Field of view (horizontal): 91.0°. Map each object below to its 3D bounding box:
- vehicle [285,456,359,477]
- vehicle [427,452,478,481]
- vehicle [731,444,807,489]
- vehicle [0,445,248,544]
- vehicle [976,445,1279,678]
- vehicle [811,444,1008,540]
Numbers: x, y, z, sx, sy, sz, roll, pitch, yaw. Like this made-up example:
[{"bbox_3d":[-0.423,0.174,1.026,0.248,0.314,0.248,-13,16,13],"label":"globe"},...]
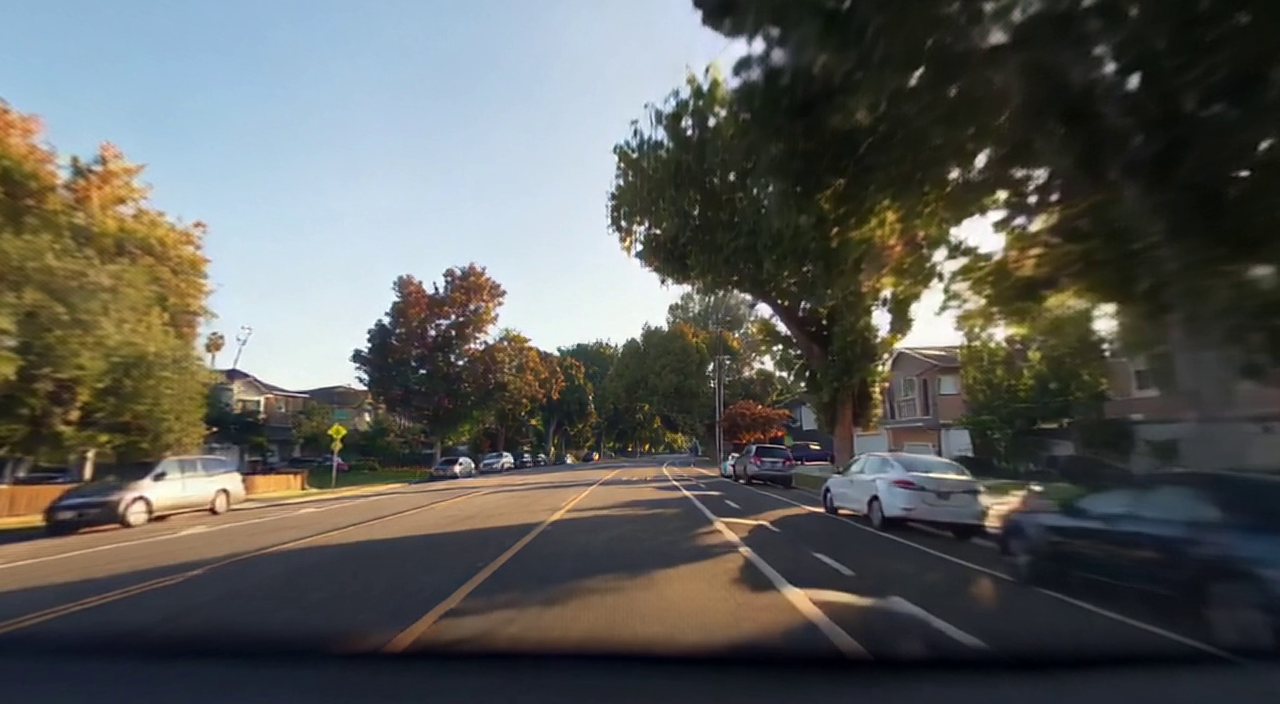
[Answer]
[{"bbox_3d":[-23.255,8.378,46.121,4.326,1.468,2.025,0,-9,2],"label":"vehicle"},{"bbox_3d":[-12.051,7.385,40.715,1.907,1.612,4.594,-3,-10,1],"label":"vehicle"},{"bbox_3d":[5.120,4.624,25.823,2.009,1.649,5.156,0,-9,0],"label":"vehicle"},{"bbox_3d":[-12.049,3.290,15.289,2.116,1.875,4.675,-3,-9,-1],"label":"vehicle"},{"bbox_3d":[5.035,1.543,5.366,1.924,1.471,4.259,0,-9,-1],"label":"vehicle"},{"bbox_3d":[4.959,2.600,12.400,1.978,1.529,4.357,0,-9,1],"label":"vehicle"}]
